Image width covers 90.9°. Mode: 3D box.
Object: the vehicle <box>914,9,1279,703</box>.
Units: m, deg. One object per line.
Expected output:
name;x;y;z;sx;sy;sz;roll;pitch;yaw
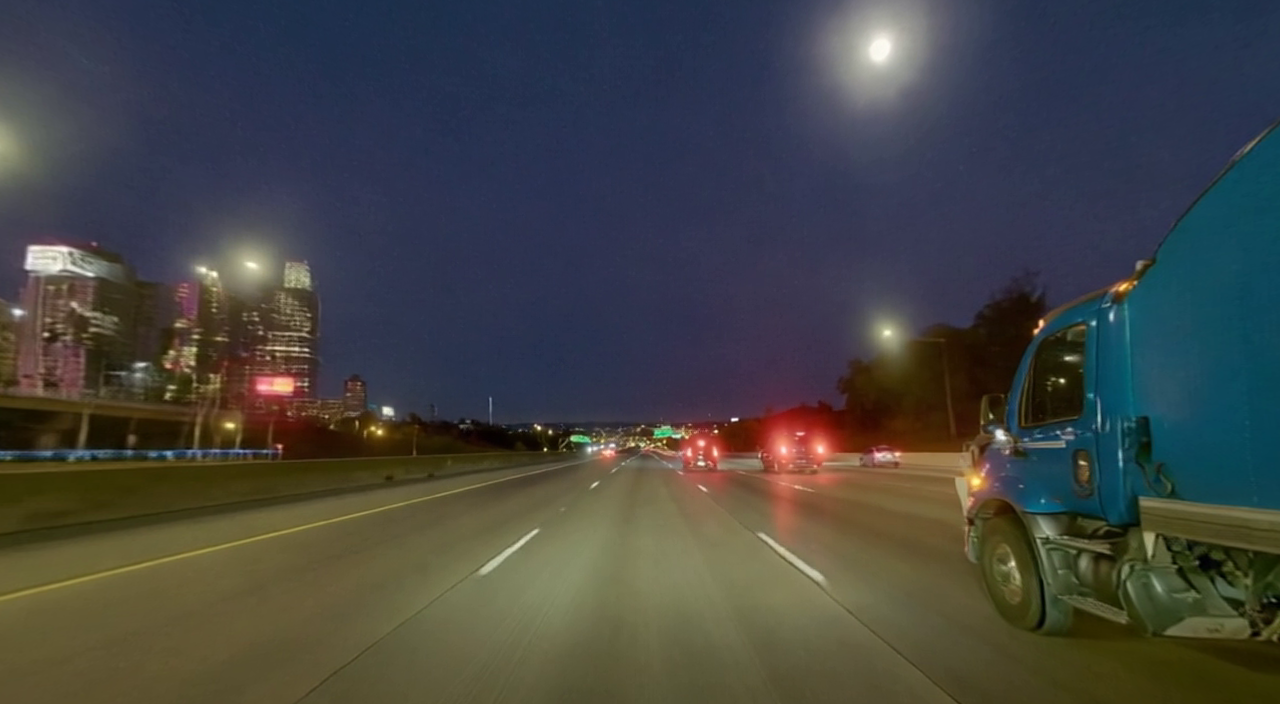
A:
vehicle;3.286;0.131;1.059;2.436;2.745;7.034;0;-8;0

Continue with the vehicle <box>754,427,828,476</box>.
vehicle;7.441;4.974;31.748;2.301;2.203;5.419;0;-8;-1

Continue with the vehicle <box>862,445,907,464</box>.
vehicle;19.020;7.962;49.178;1.802;1.463;4.148;0;-8;-1

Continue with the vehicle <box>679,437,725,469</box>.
vehicle;4.101;6.784;42.650;2.464;1.961;5.520;0;-8;-1
